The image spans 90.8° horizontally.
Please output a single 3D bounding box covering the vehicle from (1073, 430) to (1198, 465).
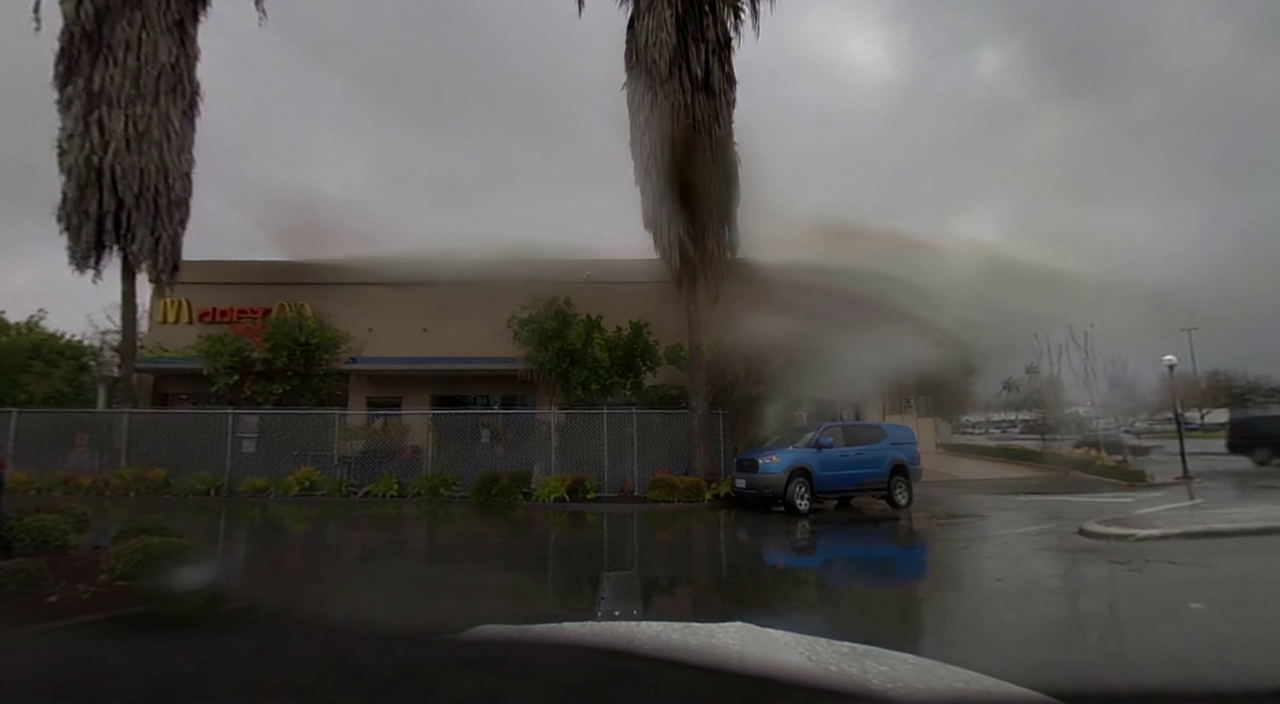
[{"bbox_3d":[22.571,4.382,29.068,1.860,1.417,4.750,1,-8,-1],"label":"vehicle"}]

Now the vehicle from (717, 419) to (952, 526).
[{"bbox_3d":[3.941,2.258,12.709,4.365,1.791,2.073,4,-7,-31],"label":"vehicle"}]
